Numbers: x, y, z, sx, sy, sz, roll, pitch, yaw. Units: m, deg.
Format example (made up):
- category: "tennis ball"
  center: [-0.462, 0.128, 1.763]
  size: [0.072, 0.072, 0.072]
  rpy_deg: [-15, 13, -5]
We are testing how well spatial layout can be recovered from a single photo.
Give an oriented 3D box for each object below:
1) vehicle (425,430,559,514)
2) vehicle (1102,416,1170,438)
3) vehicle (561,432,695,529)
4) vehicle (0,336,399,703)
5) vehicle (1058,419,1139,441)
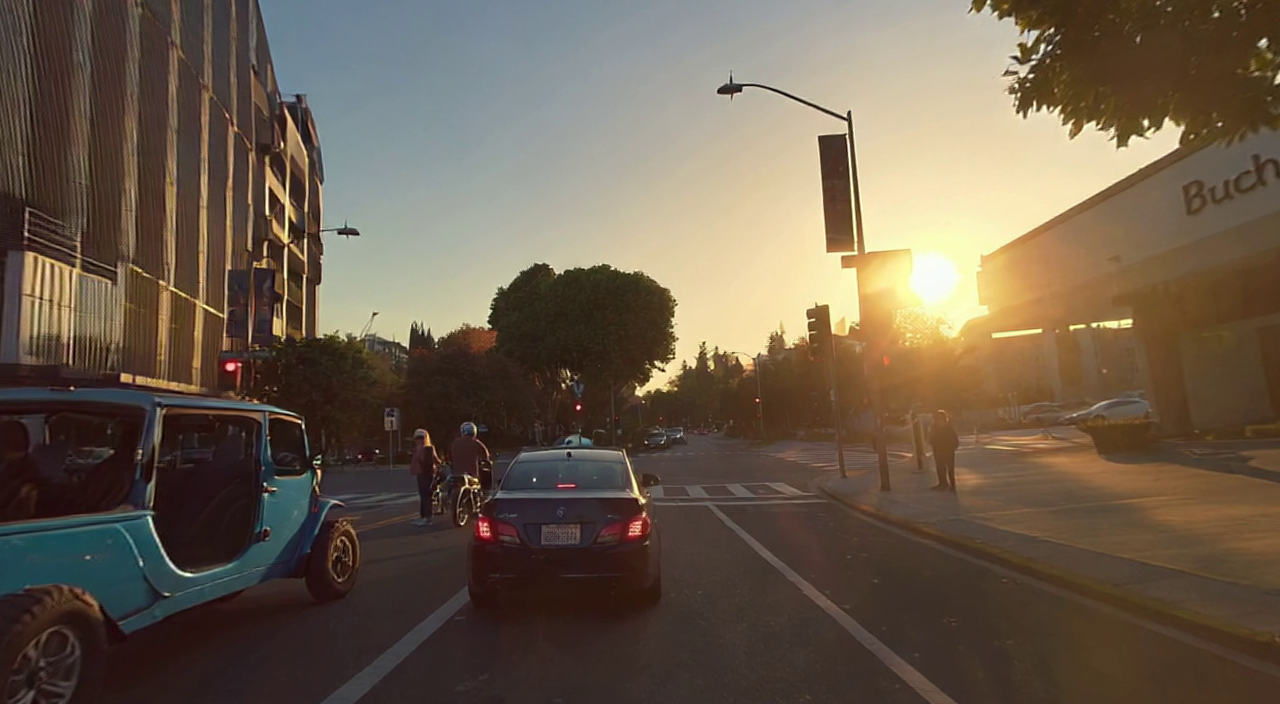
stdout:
- category: "vehicle"
  center: [-3.171, 2.658, 14.407]
  size: [1.935, 1.615, 4.073]
  rpy_deg: [-1, -8, 2]
- category: "vehicle"
  center: [36.780, 5.598, 46.572]
  size: [1.625, 1.449, 3.557]
  rpy_deg: [6, -11, -38]
- category: "vehicle"
  center: [-0.147, 2.270, 11.657]
  size: [2.025, 1.458, 4.085]
  rpy_deg: [0, -8, 1]
- category: "vehicle"
  center: [-3.615, 1.130, 4.453]
  size: [2.000, 1.809, 4.405]
  rpy_deg: [0, -8, 0]
- category: "vehicle"
  center: [30.717, 5.272, 42.111]
  size: [1.751, 1.420, 4.027]
  rpy_deg: [8, -12, -43]
